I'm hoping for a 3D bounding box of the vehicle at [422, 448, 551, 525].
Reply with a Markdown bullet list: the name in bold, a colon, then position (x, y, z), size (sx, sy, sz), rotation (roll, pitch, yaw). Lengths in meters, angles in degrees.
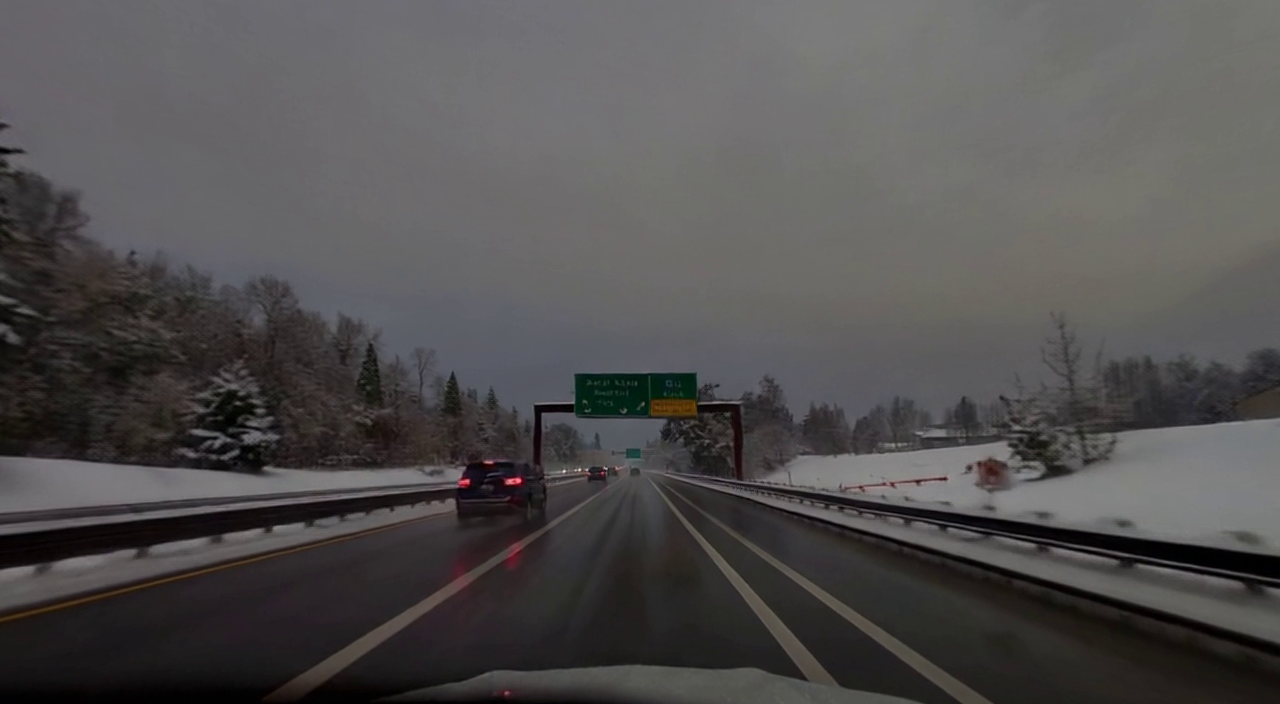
- **vehicle**: position (-4.150, 3.816, 18.308), size (2.254, 1.809, 5.839), rotation (1, -10, 0)
